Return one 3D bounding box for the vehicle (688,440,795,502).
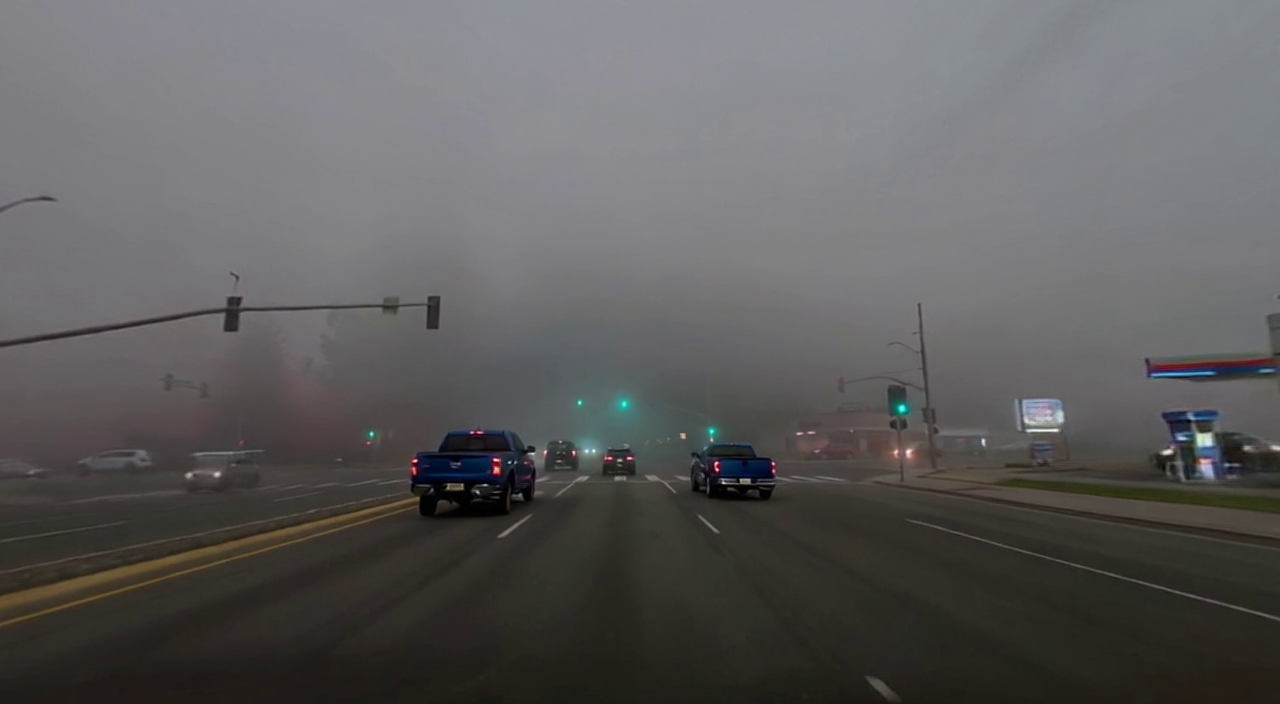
[{"bbox_3d":[2.666,3.264,17.827,2.061,1.487,4.462,0,-9,-3],"label":"vehicle"}]

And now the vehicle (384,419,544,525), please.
[{"bbox_3d":[-3.636,2.603,14.371,2.195,1.905,5.634,0,-9,-2],"label":"vehicle"}]

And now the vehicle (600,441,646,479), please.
[{"bbox_3d":[-0.847,5.002,29.460,2.029,1.605,3.827,0,-9,-3],"label":"vehicle"}]

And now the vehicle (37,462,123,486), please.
[{"bbox_3d":[-37.969,8.248,42.918,3.849,1.510,1.865,1,-9,-10],"label":"vehicle"}]

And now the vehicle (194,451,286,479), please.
[{"bbox_3d":[-29.744,8.412,47.072,5.204,1.963,2.395,0,-9,2],"label":"vehicle"}]
